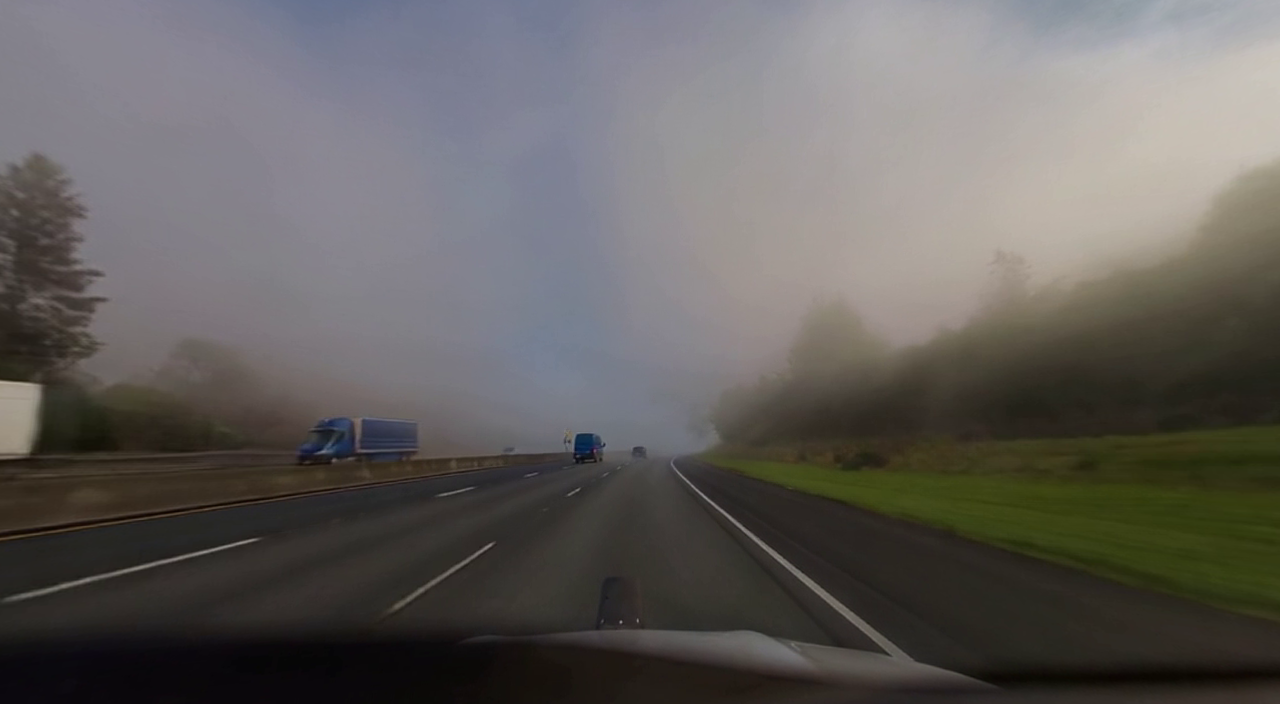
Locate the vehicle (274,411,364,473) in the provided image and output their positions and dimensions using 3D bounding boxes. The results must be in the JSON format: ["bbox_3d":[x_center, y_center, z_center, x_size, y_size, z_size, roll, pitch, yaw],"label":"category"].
[{"bbox_3d":[-22.505,6.411,44.653,2.999,4.017,5.918,-1,-9,2],"label":"vehicle"}]
